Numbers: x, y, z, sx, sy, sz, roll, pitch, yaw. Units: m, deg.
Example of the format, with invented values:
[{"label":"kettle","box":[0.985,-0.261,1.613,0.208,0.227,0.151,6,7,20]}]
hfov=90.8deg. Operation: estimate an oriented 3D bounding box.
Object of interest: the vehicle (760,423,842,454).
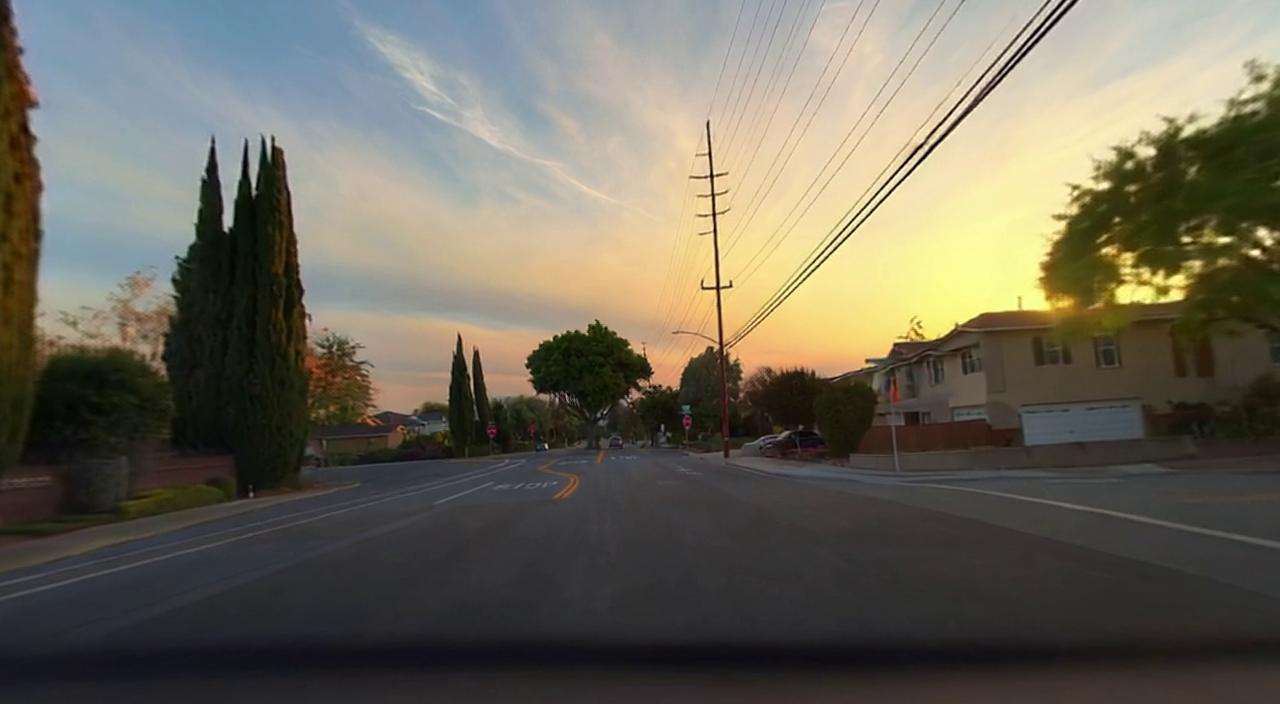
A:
[{"label":"vehicle","box":[10.026,5.439,39.659,4.544,1.807,2.204,0,-8,2]}]
